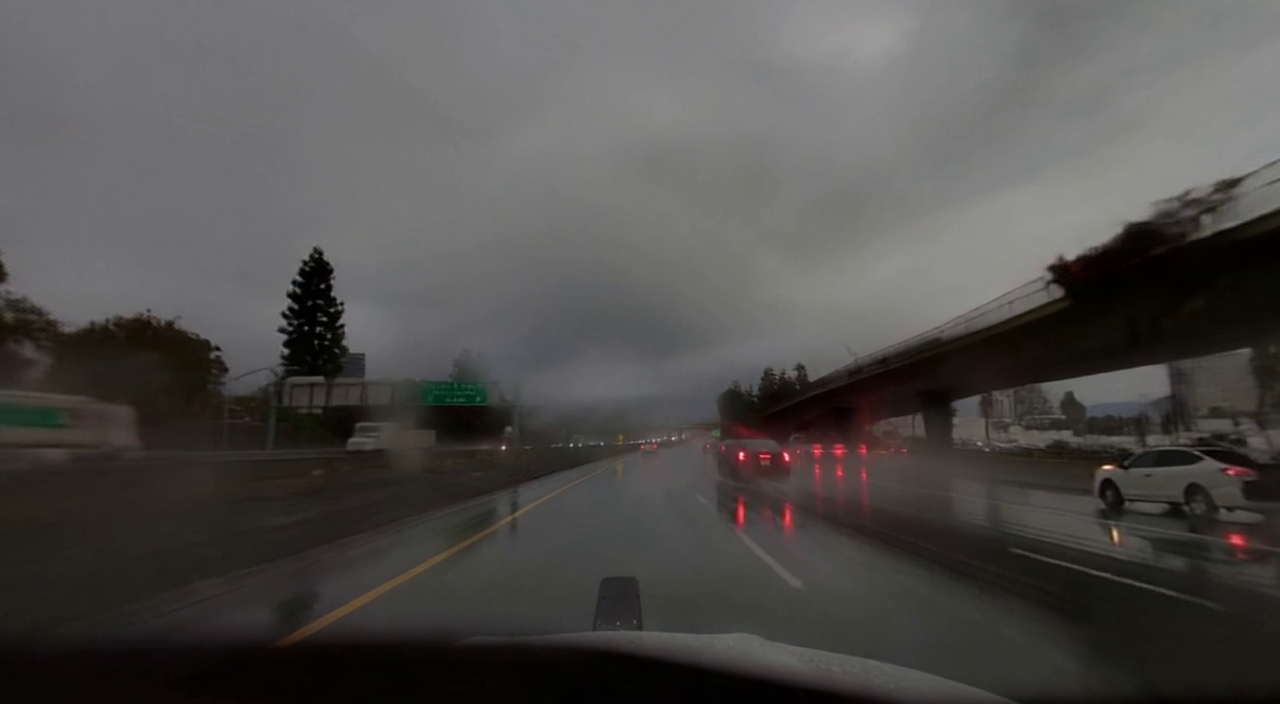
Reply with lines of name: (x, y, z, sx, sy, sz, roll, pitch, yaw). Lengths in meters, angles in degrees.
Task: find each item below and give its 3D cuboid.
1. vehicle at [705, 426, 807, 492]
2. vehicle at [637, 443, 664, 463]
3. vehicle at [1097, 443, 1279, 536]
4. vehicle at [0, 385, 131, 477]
vehicle: (3.430, 3.306, 19.748, 2.226, 1.779, 4.835, 0, -9, 0)
vehicle: (0.818, 7.778, 48.939, 2.046, 1.475, 3.784, 0, -9, 2)
vehicle: (10.986, 2.419, 11.610, 1.827, 1.448, 4.370, 0, -9, -1)
vehicle: (-30.039, 3.654, 28.976, 3.039, 4.055, 12.039, 0, -9, 1)
